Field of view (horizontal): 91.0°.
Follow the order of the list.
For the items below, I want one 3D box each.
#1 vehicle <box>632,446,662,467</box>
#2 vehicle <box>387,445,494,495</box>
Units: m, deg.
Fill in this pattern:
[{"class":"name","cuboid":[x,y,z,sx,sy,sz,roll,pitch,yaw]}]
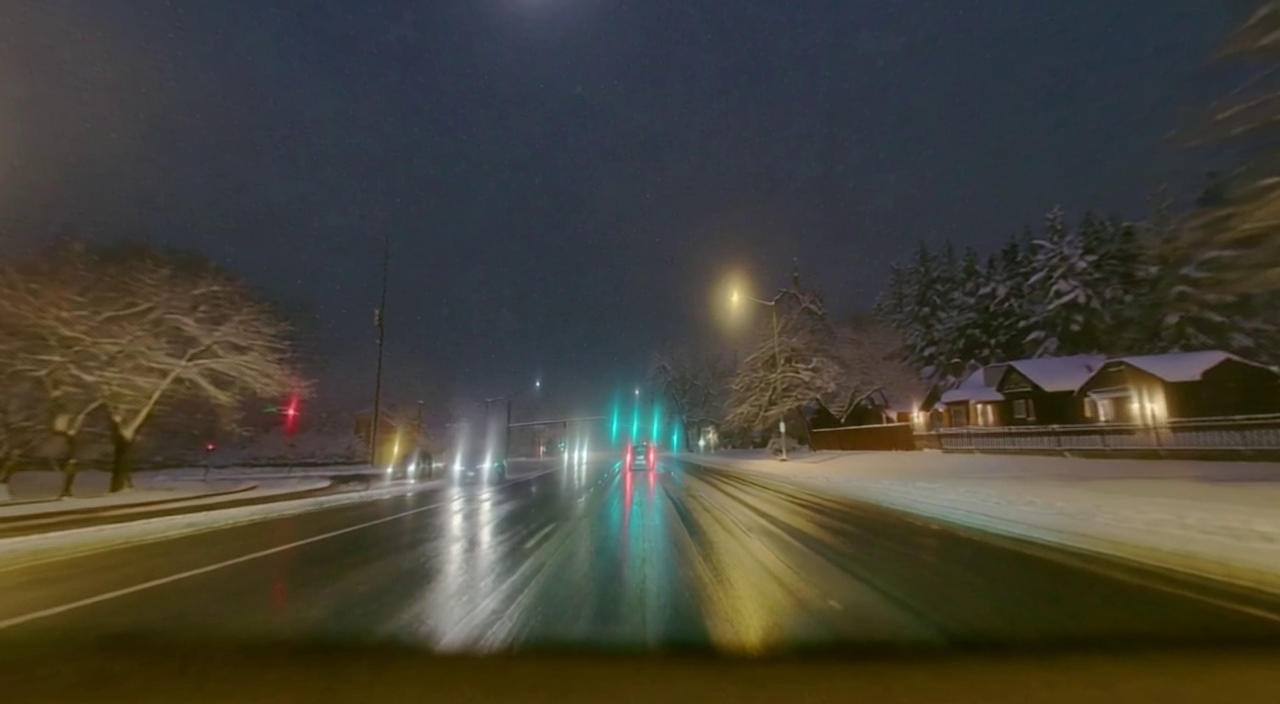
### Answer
[{"class":"vehicle","cuboid":[0.511,7.666,46.356,2.106,1.517,4.375,0,-9,0]},{"class":"vehicle","cuboid":[-6.483,3.875,21.047,2.014,1.472,4.357,0,-9,2]}]
